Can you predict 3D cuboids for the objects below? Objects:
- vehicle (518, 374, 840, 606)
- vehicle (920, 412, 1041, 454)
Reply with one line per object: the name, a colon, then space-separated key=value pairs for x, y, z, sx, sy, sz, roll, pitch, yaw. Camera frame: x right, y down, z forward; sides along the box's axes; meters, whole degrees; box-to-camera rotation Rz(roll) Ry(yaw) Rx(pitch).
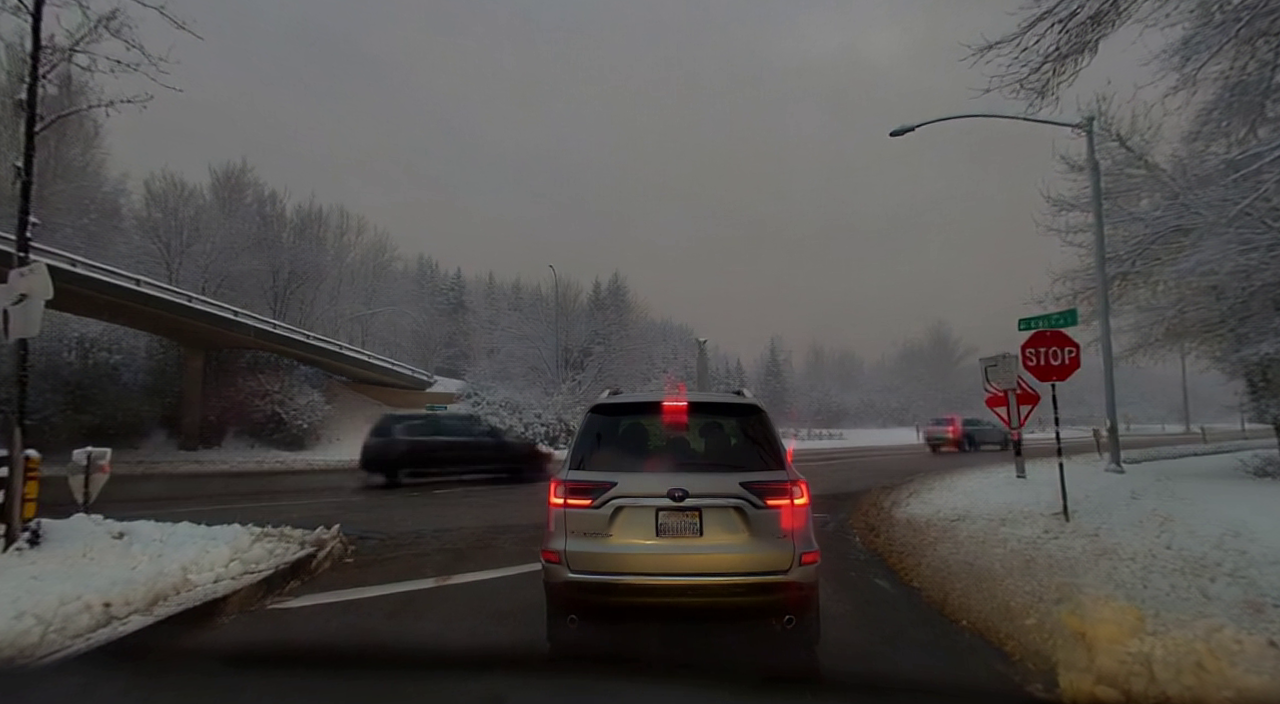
vehicle: x=0.312 y=1.400 z=7.162 sx=2.494 sy=1.804 sz=4.336 roll=0 pitch=-9 yaw=0
vehicle: x=14.721 y=3.548 z=27.246 sx=5.060 sy=1.648 sz=2.038 roll=5 pitch=-10 yaw=-28
